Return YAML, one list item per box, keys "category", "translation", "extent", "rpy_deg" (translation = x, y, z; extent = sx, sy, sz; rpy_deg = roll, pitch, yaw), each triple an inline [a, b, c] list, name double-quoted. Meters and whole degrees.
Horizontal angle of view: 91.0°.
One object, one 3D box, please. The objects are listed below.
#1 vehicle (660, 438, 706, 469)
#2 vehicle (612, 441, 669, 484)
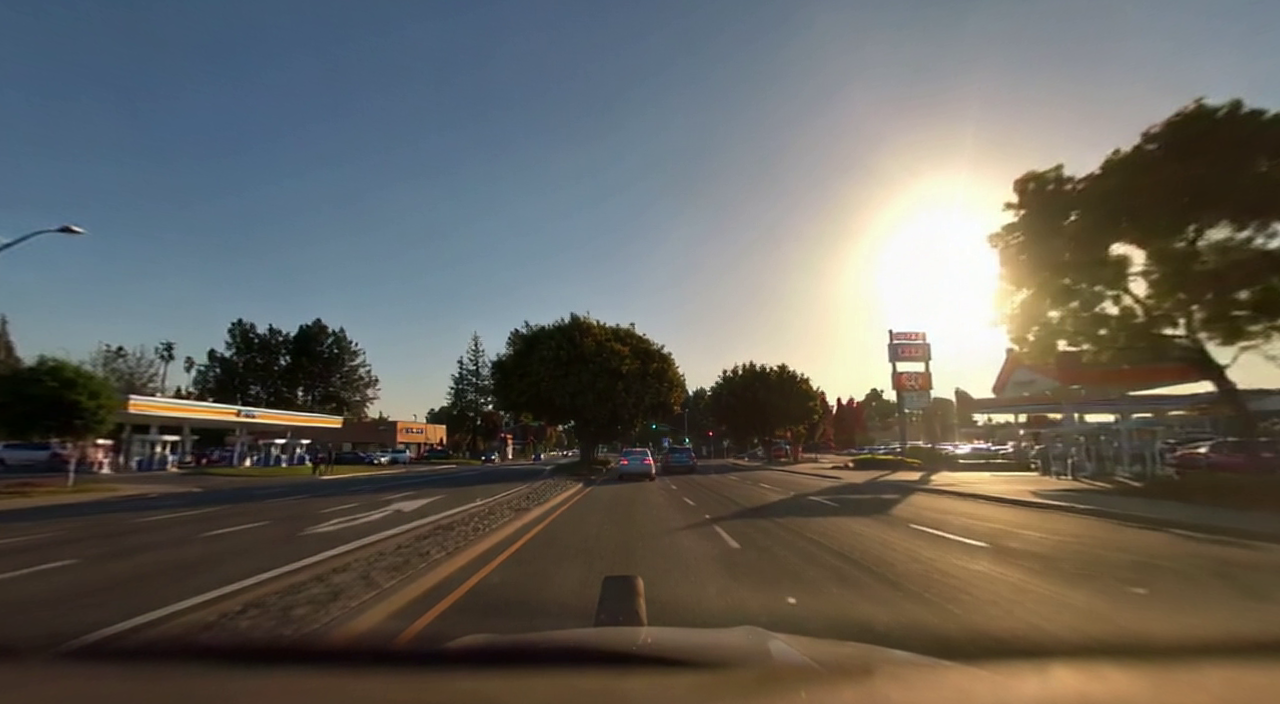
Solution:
- category: "vehicle"
  translation: [2.990, 7.241, 45.141]
  extent: [2.731, 2.101, 6.047]
  rpy_deg: [0, -9, -2]
- category: "vehicle"
  translation: [-0.009, 4.429, 25.583]
  extent: [2.145, 1.572, 4.021]
  rpy_deg: [0, -9, -1]
